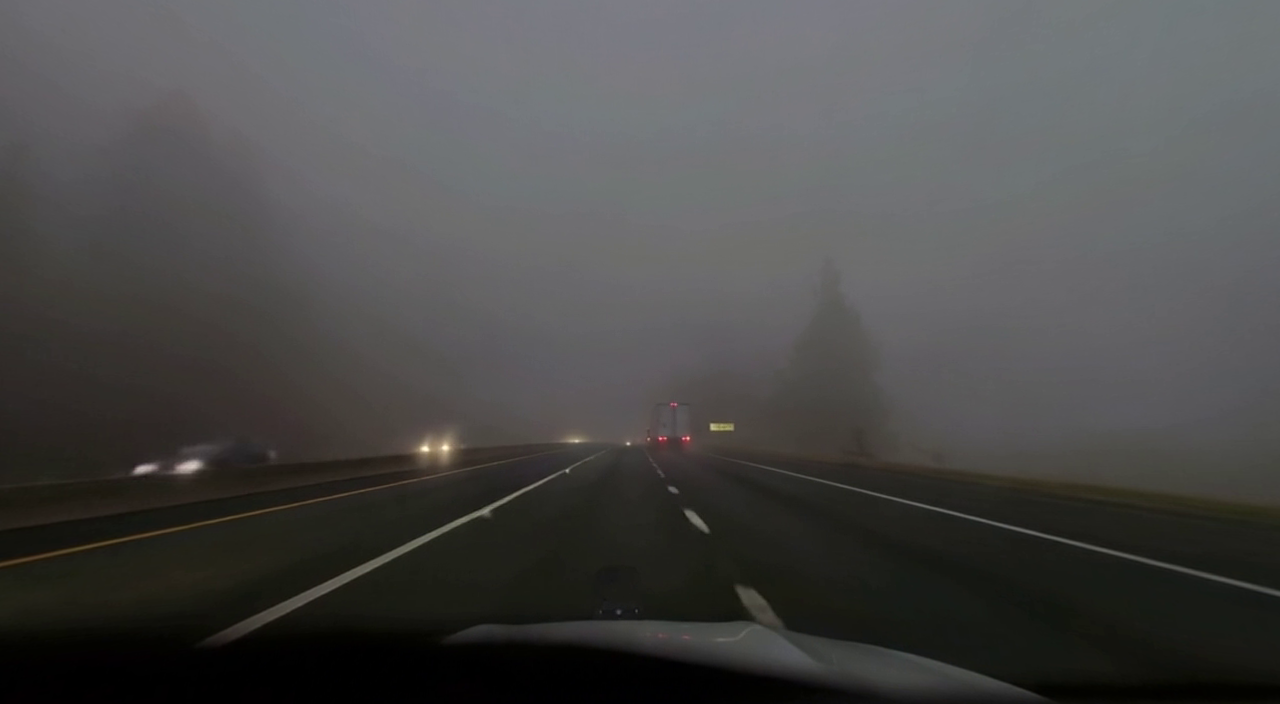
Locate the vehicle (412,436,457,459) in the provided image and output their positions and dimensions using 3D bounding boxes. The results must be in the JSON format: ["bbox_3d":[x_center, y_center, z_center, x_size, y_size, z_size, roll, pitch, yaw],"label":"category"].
[{"bbox_3d":[-15.232,7.081,46.885,1.957,1.649,4.221,0,-8,-1],"label":"vehicle"}]

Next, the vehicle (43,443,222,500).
[{"bbox_3d":[-15.342,3.597,19.411,1.822,1.515,4.403,0,-8,0],"label":"vehicle"}]
